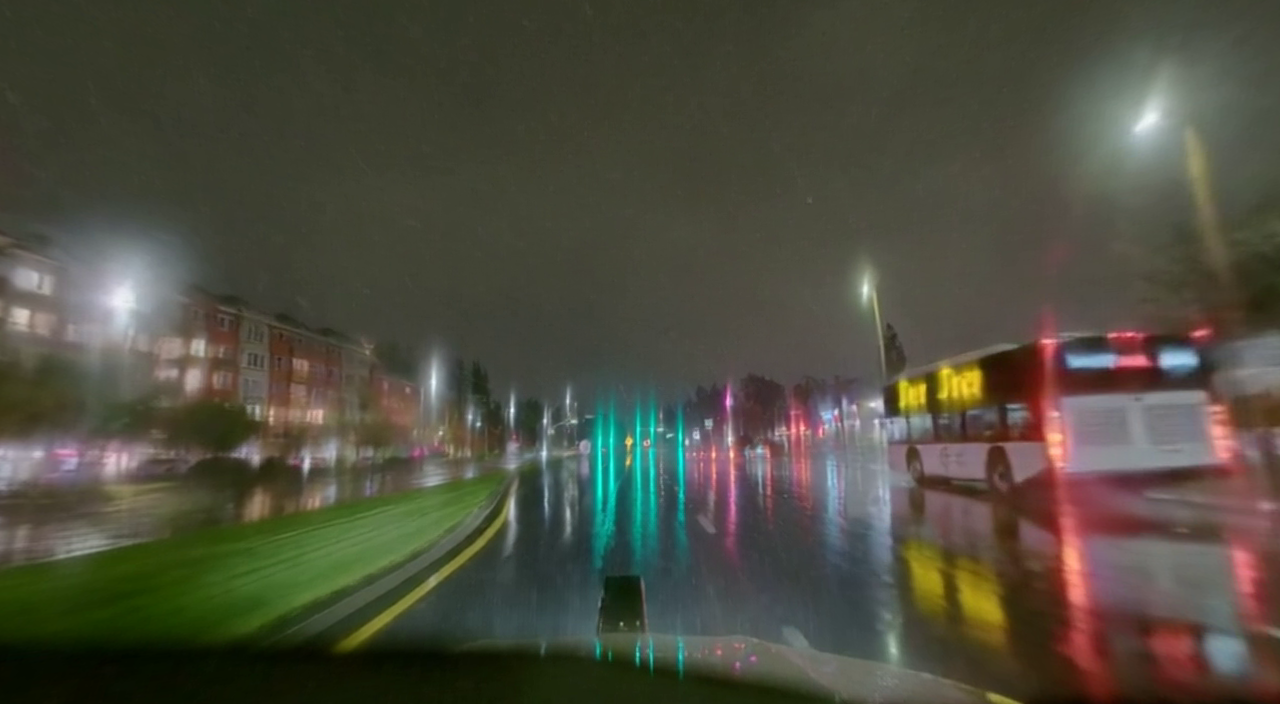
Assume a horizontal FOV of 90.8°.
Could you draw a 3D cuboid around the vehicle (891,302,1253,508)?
[{"bbox_3d":[9.784,1.580,16.168,3.017,3.888,8.508,0,-8,-1],"label":"vehicle"}]
